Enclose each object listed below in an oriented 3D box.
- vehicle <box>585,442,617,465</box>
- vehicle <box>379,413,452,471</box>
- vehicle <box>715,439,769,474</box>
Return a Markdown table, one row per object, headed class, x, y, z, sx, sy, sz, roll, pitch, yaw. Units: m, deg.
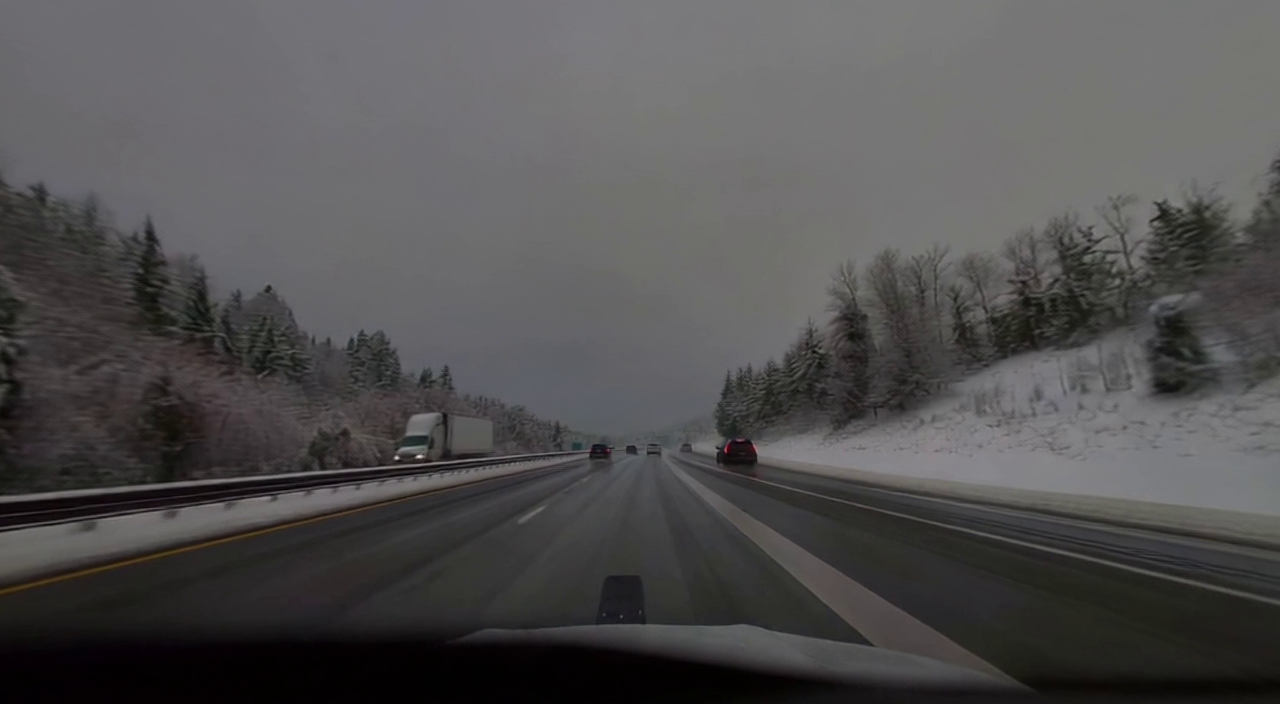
| class | x | y | z | sx | sy | sz | roll | pitch | yaw |
| --- | --- | --- | --- | --- | --- | --- | --- | --- | --- |
| vehicle | -2.874 | 7.630 | 47.702 | 2.037 | 1.638 | 4.274 | 0 | -8 | 1 |
| vehicle | -16.436 | 6.701 | 46.716 | 2.991 | 3.968 | 5.905 | 0 | -9 | 2 |
| vehicle | 5.128 | 5.300 | 32.257 | 2.021 | 1.639 | 4.203 | 0 | -9 | -1 |
